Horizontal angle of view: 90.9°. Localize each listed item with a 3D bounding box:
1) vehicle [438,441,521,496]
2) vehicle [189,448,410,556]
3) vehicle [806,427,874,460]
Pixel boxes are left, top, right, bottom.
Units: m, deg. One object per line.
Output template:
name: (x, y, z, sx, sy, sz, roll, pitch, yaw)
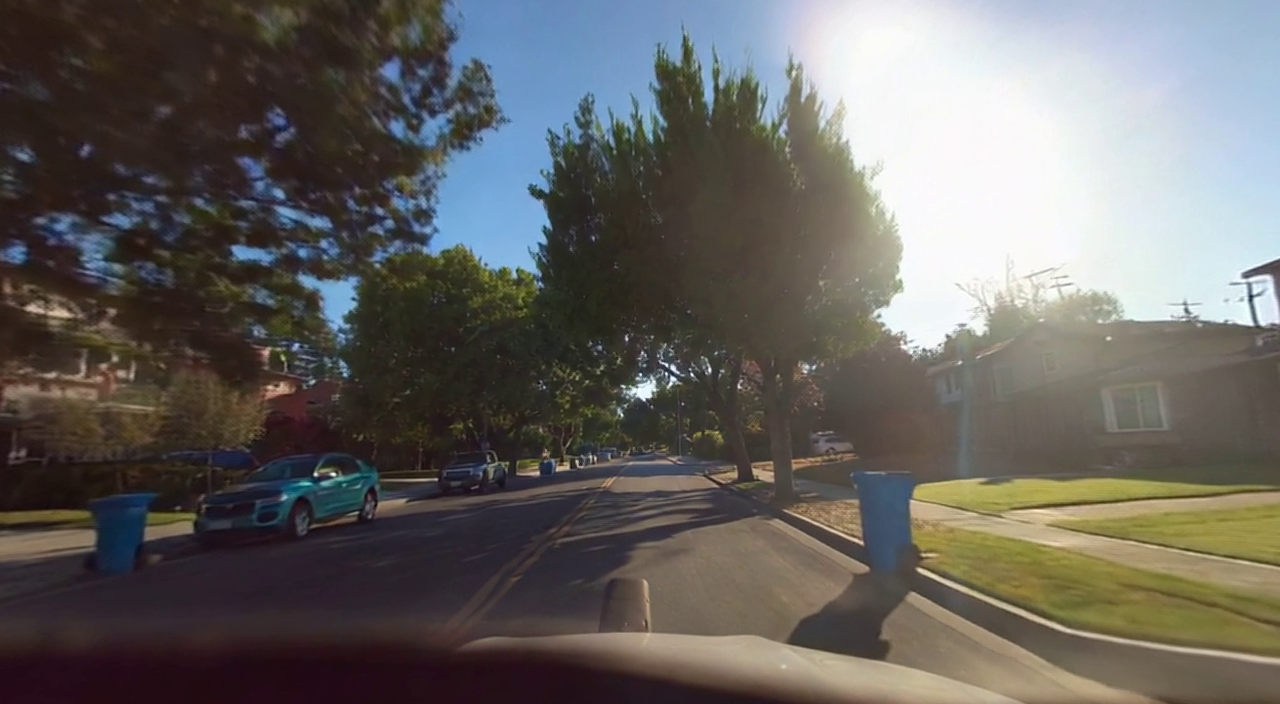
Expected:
vehicle: (-6.379, 4.636, 25.603, 2.169, 1.871, 4.762, -3, -8, -1)
vehicle: (-6.316, 2.759, 12.407, 1.945, 1.530, 4.430, -4, -8, -1)
vehicle: (11.389, 5.282, 36.321, 2.189, 1.756, 5.053, 1, -9, -1)
